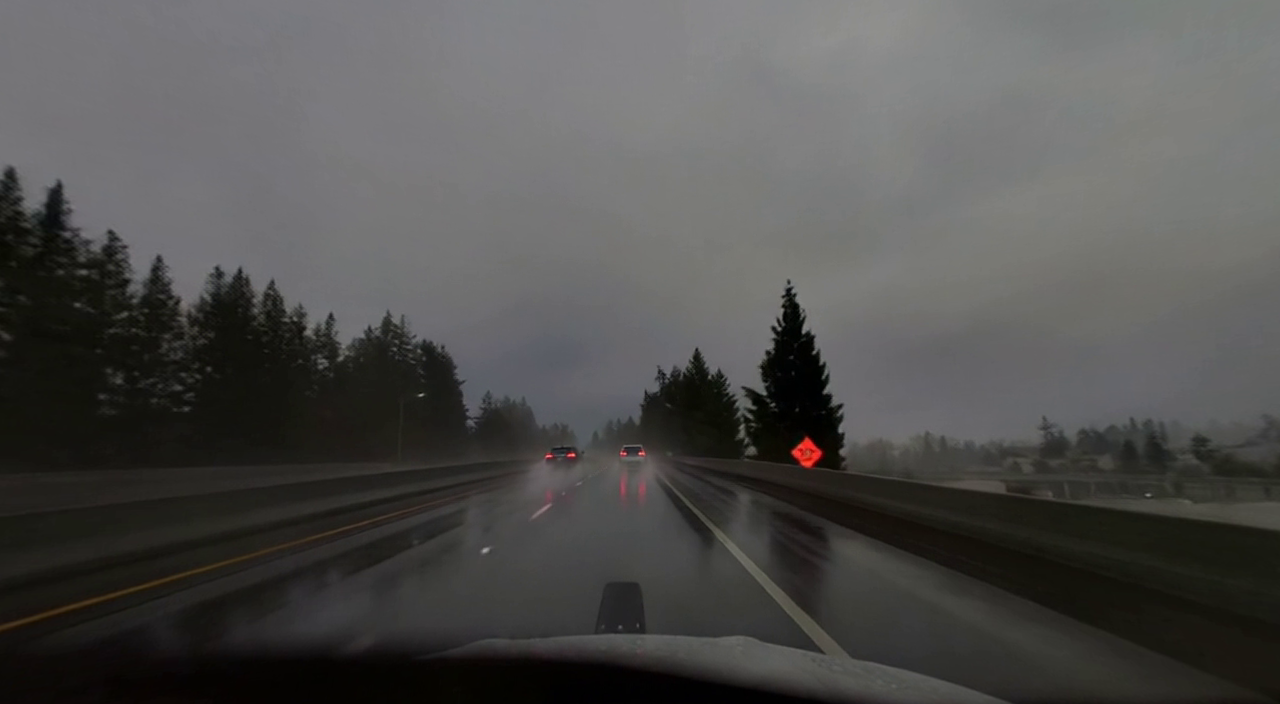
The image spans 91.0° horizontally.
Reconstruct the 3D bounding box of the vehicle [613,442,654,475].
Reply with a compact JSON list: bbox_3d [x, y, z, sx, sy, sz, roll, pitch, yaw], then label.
[{"bbox_3d":[-0.340,5.832,34.573,2.130,1.684,3.826,0,-8,0],"label":"vehicle"}]

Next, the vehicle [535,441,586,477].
[{"bbox_3d":[-4.133,5.664,33.658,2.130,1.741,4.665,0,-8,0],"label":"vehicle"}]
